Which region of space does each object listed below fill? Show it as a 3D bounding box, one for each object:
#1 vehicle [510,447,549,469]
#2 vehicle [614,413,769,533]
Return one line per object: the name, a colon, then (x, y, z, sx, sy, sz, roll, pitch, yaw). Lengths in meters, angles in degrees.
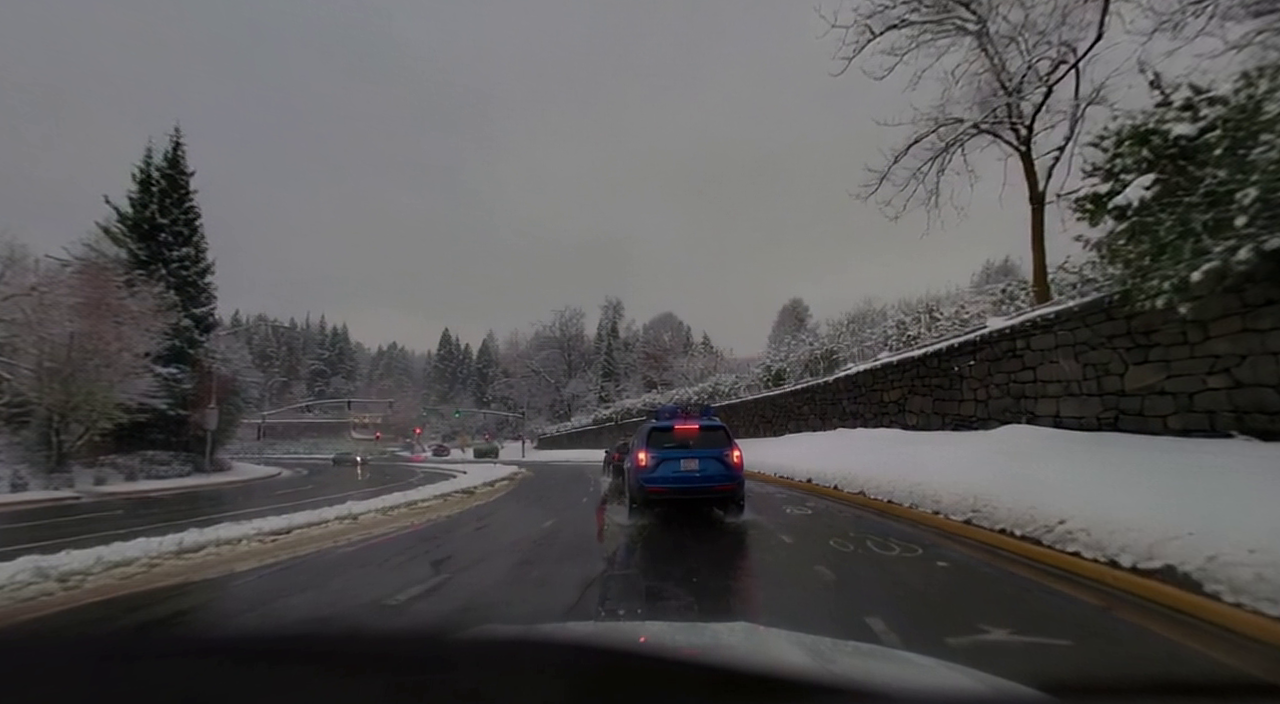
vehicle: (-8.071, 7.685, 45.876, 2.023, 1.474, 4.286, 3, -9, -19)
vehicle: (0.738, 2.109, 11.584, 2.287, 1.762, 4.269, 0, -8, -1)
